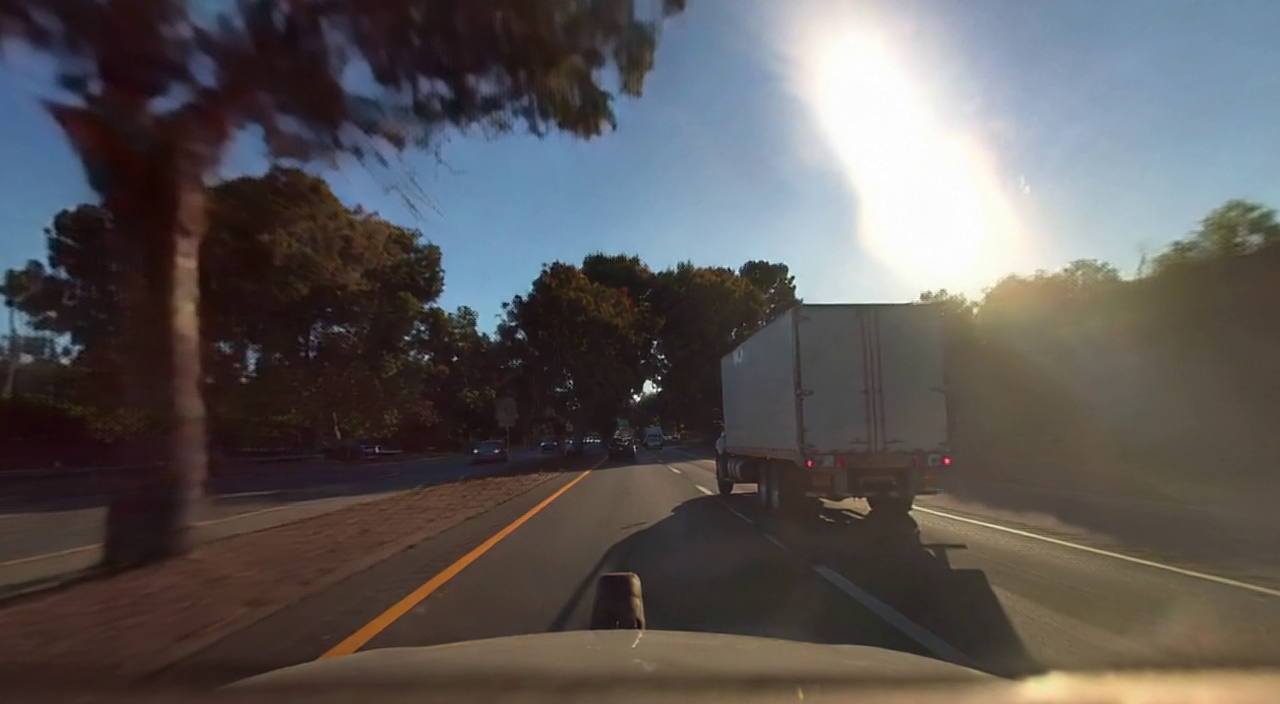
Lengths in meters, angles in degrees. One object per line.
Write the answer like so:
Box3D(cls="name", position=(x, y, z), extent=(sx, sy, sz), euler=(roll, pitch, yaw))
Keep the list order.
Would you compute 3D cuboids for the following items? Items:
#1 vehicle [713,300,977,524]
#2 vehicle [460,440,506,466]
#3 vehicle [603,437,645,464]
Box3D(cls="vehicle", position=(3.686, 1.447, 14.075), extent=(2.921, 3.526, 8.207), euler=(0, -8, -1))
Box3D(cls="vehicle", position=(-10.270, 6.620, 41.524), extent=(1.963, 1.573, 3.985), euler=(0, -8, 0))
Box3D(cls="vehicle", position=(-0.917, 5.639, 36.346), extent=(2.259, 1.466, 3.693), euler=(0, -7, -1))
